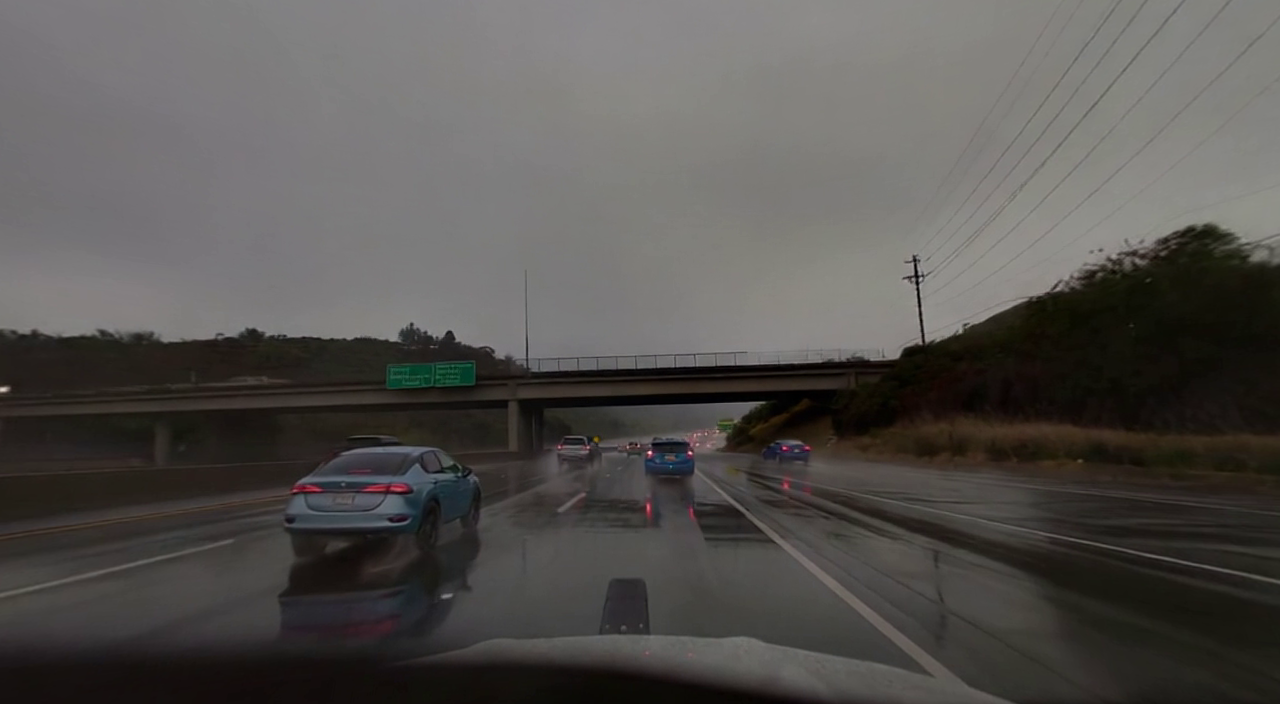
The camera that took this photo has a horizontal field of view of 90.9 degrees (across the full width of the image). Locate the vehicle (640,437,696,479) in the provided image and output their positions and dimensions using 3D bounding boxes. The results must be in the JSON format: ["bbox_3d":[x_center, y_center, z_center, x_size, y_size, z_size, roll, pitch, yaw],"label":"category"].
[{"bbox_3d":[1.137,4.467,26.803,2.193,1.651,3.946,0,-8,1],"label":"vehicle"}]

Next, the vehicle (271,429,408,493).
[{"bbox_3d":[-8.944,3.284,19.336,2.062,1.702,4.587,0,-8,-2],"label":"vehicle"}]

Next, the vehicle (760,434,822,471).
[{"bbox_3d":[8.528,5.736,36.063,2.059,1.938,4.793,0,-8,-4],"label":"vehicle"}]

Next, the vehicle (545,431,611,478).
[{"bbox_3d":[-2.631,4.515,27.998,2.228,1.845,4.847,-1,-8,2],"label":"vehicle"}]
